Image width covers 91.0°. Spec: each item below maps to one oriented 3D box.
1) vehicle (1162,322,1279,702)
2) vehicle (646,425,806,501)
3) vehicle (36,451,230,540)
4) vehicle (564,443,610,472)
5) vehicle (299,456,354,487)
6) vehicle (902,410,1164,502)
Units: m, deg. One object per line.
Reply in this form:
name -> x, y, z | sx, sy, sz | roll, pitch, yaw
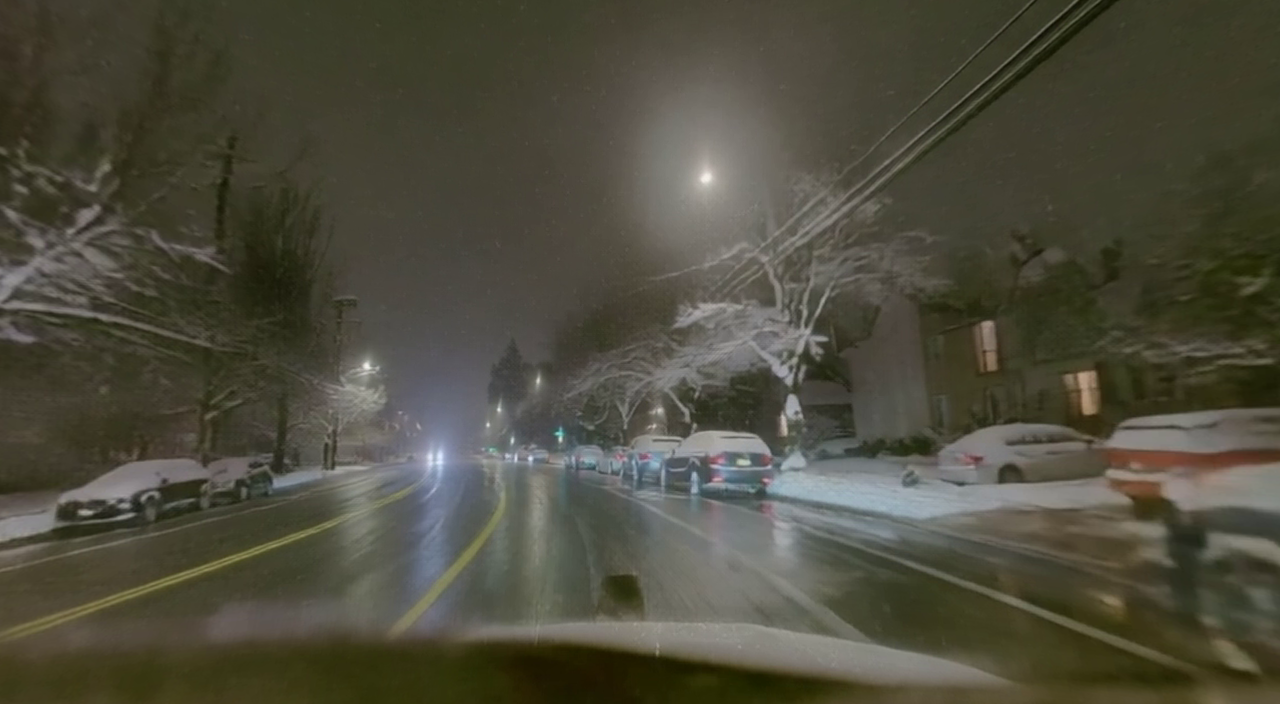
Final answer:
vehicle -> 4.666, 0.451, 0.436 | 2.402, 1.889, 6.910 | 3, -9, -4
vehicle -> 2.244, 3.354, 19.290 | 2.723, 1.785, 7.174 | 4, -10, -10
vehicle -> -13.376, 3.719, 17.032 | 1.992, 1.677, 4.499 | -6, -7, -8
vehicle -> -3.635, 7.014, 42.248 | 2.348, 1.804, 5.207 | 2, -9, -13
vehicle -> -19.060, 7.236, 38.403 | 1.932, 1.468, 4.305 | -5, -7, -12
vehicle -> 9.017, 2.398, 14.703 | 4.724, 1.585, 2.123 | -4, -9, -7
